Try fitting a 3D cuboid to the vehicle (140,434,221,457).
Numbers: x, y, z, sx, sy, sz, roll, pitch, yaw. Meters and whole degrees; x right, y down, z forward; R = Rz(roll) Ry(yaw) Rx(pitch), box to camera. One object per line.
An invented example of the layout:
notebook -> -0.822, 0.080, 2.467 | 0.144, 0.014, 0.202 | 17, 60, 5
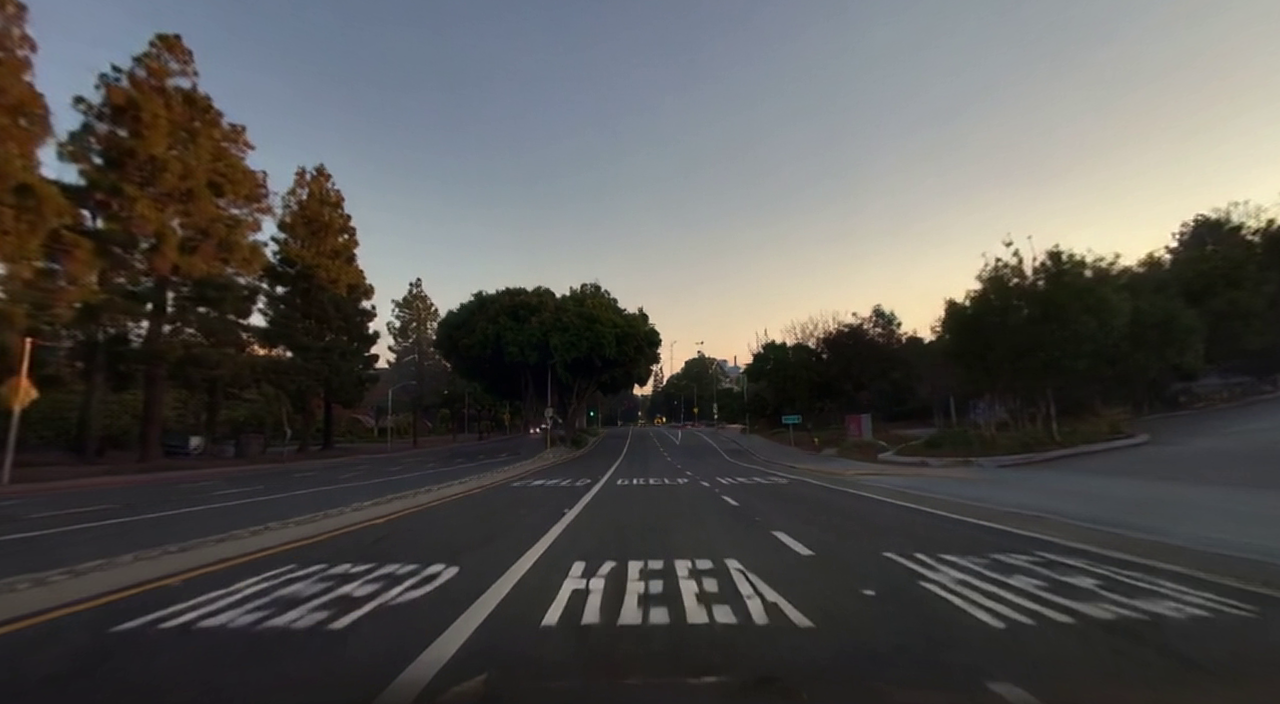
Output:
vehicle -> -33.584, 6.847, 46.212 | 4.322, 1.564, 2.204 | -1, -10, 9
